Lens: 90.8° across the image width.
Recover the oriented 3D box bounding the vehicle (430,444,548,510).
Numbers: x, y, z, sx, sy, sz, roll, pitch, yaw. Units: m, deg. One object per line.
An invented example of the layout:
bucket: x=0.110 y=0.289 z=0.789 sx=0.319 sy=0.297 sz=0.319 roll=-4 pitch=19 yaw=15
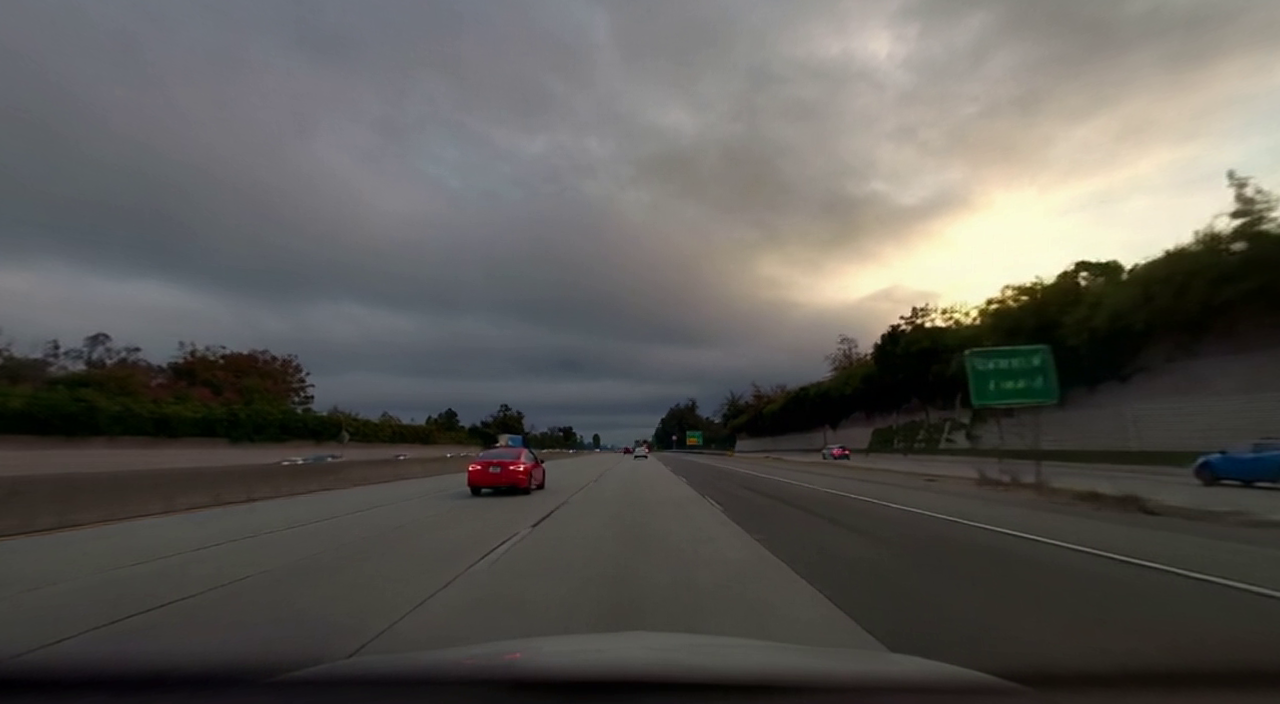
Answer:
vehicle: x=-3.687 y=3.127 z=16.299 sx=1.873 sy=1.438 sz=4.546 roll=-1 pitch=-9 yaw=1
